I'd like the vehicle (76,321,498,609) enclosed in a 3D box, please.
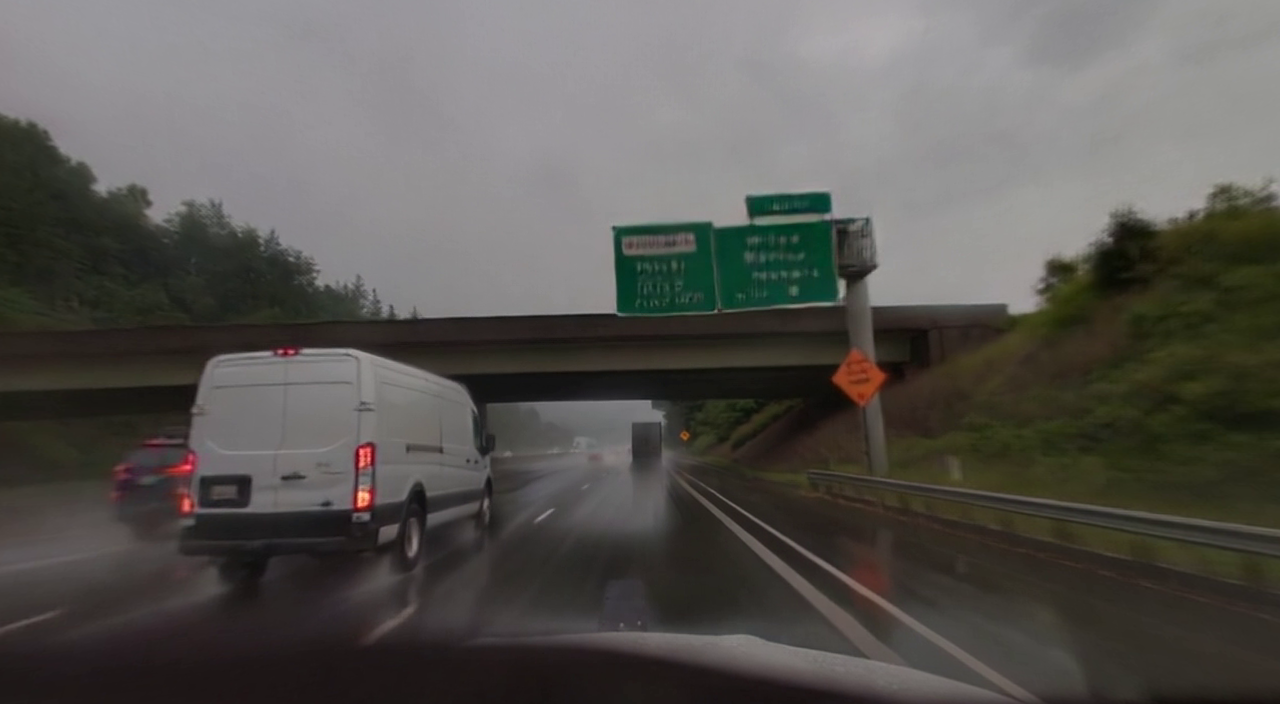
[{"bbox_3d":[-3.944,1.483,8.933,2.504,2.694,5.934,0,-9,0],"label":"vehicle"}]
